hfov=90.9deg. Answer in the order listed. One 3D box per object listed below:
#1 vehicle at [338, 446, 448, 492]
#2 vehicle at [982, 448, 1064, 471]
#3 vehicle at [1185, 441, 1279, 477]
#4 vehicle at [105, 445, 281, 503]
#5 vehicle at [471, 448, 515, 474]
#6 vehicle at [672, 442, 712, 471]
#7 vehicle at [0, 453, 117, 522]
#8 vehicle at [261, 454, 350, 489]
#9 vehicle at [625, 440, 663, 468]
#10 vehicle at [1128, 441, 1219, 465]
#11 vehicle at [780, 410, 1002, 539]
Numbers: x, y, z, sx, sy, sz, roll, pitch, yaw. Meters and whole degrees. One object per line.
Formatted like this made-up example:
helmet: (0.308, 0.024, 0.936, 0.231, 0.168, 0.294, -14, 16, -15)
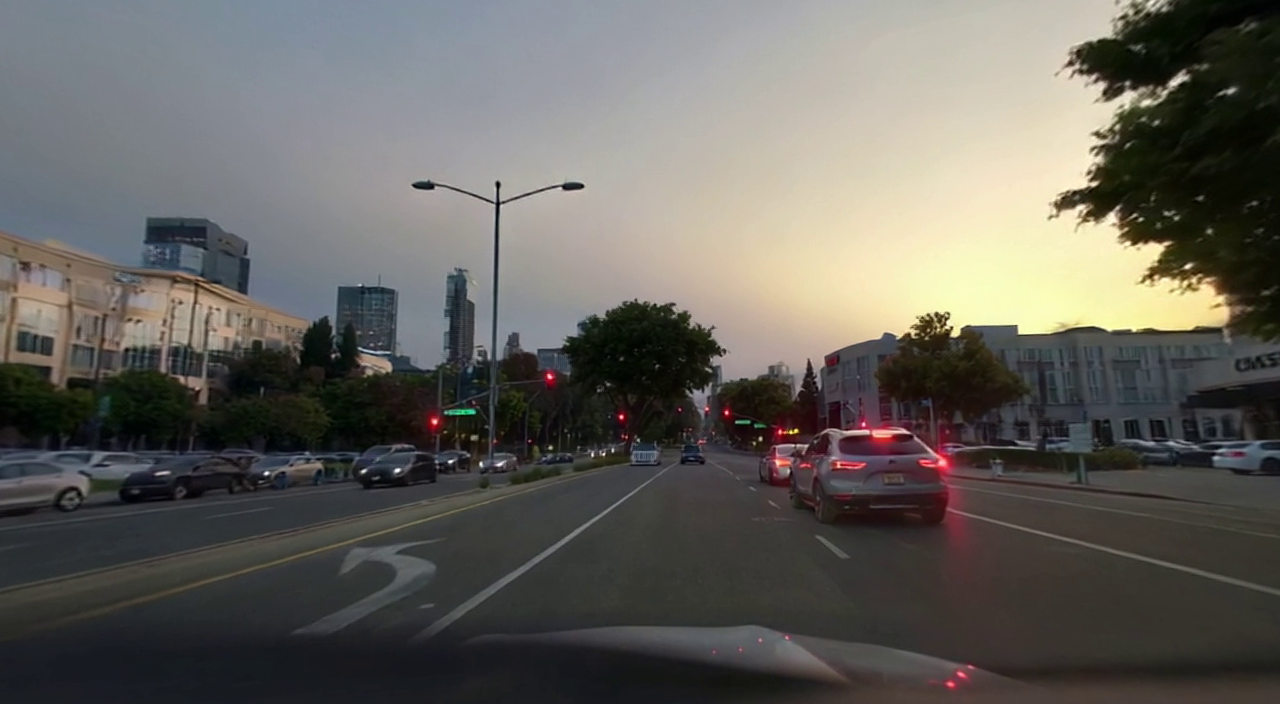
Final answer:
vehicle: (-9.257, 4.386, 24.097, 2.047, 1.572, 4.472, -1, -8, 6)
vehicle: (26.351, 7.388, 43.470, 4.361, 1.429, 1.843, 0, -9, 10)
vehicle: (28.200, 4.780, 28.217, 2.043, 1.496, 5.210, 3, -10, -22)
vehicle: (-16.281, 4.423, 23.507, 2.200, 1.884, 5.653, -1, -8, 3)
vehicle: (-8.978, 6.687, 38.860, 1.884, 1.456, 4.356, 0, -8, -3)
vehicle: (2.903, 5.741, 34.696, 2.059, 1.477, 3.988, -1, -8, 6)
vehicle: (-16.260, 3.388, 15.899, 1.937, 1.605, 4.531, -1, -8, 5)
vehicle: (-15.876, 5.654, 30.207, 1.804, 1.437, 4.560, 0, -8, -1)
vehicle: (0.319, 6.660, 41.233, 2.057, 1.678, 4.639, -1, -8, 6)
vehicle: (39.846, 7.525, 47.151, 4.775, 1.529, 1.992, -3, -8, 6)
vehicle: (4.089, 2.100, 11.449, 2.282, 1.797, 4.924, -1, -8, 4)
